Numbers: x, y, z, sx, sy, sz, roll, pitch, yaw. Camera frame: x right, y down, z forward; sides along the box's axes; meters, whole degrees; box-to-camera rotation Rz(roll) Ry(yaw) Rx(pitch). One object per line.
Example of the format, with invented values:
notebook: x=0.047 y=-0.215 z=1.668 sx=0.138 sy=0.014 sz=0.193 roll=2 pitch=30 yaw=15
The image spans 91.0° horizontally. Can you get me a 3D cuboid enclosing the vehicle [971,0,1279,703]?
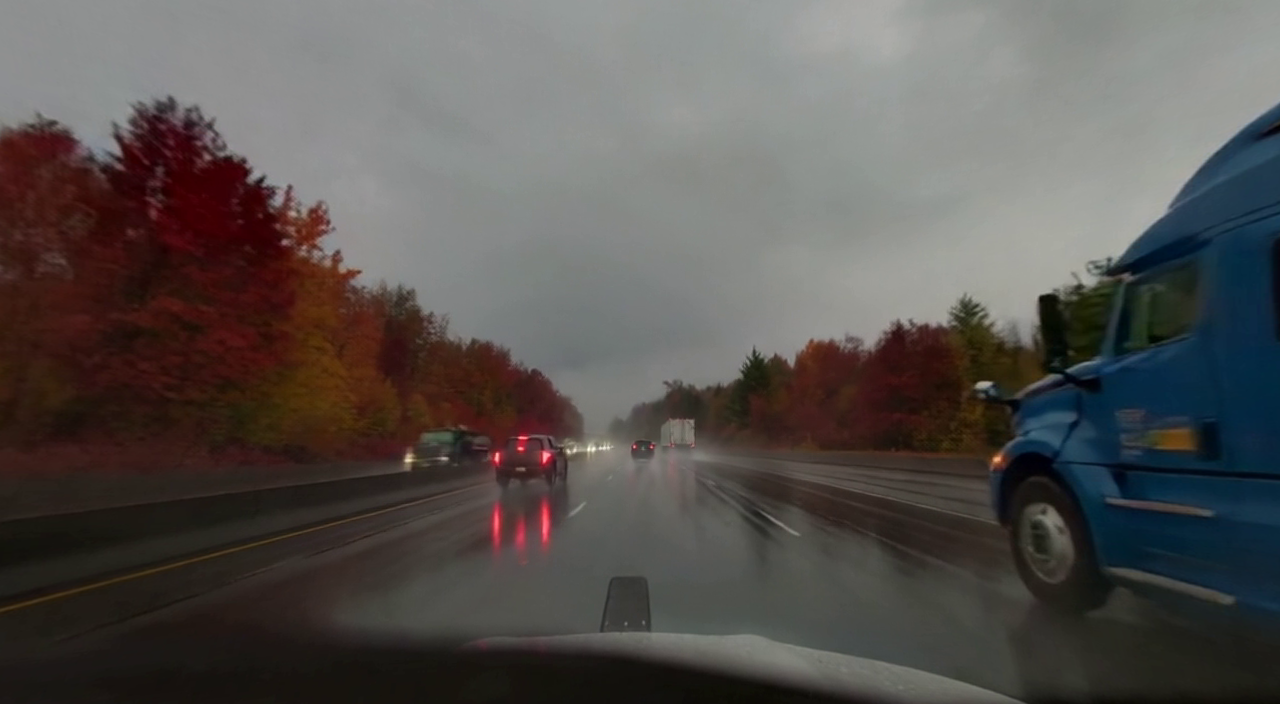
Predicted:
vehicle: x=4.795 y=0.183 z=4.001 sx=3.306 sy=3.639 sz=3.451 roll=0 pitch=-8 yaw=0

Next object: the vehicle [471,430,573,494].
vehicle: x=-3.342 y=3.230 z=18.876 sx=2.077 sy=1.669 sz=4.739 roll=0 pitch=-8 yaw=1

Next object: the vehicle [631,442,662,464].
vehicle: x=0.470 y=7.159 z=44.854 sx=2.152 sy=1.484 sz=4.211 roll=0 pitch=-8 yaw=1

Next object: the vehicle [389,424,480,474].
vehicle: x=-10.563 y=5.063 z=32.983 sx=2.533 sy=2.313 sz=6.197 roll=0 pitch=-8 yaw=1
